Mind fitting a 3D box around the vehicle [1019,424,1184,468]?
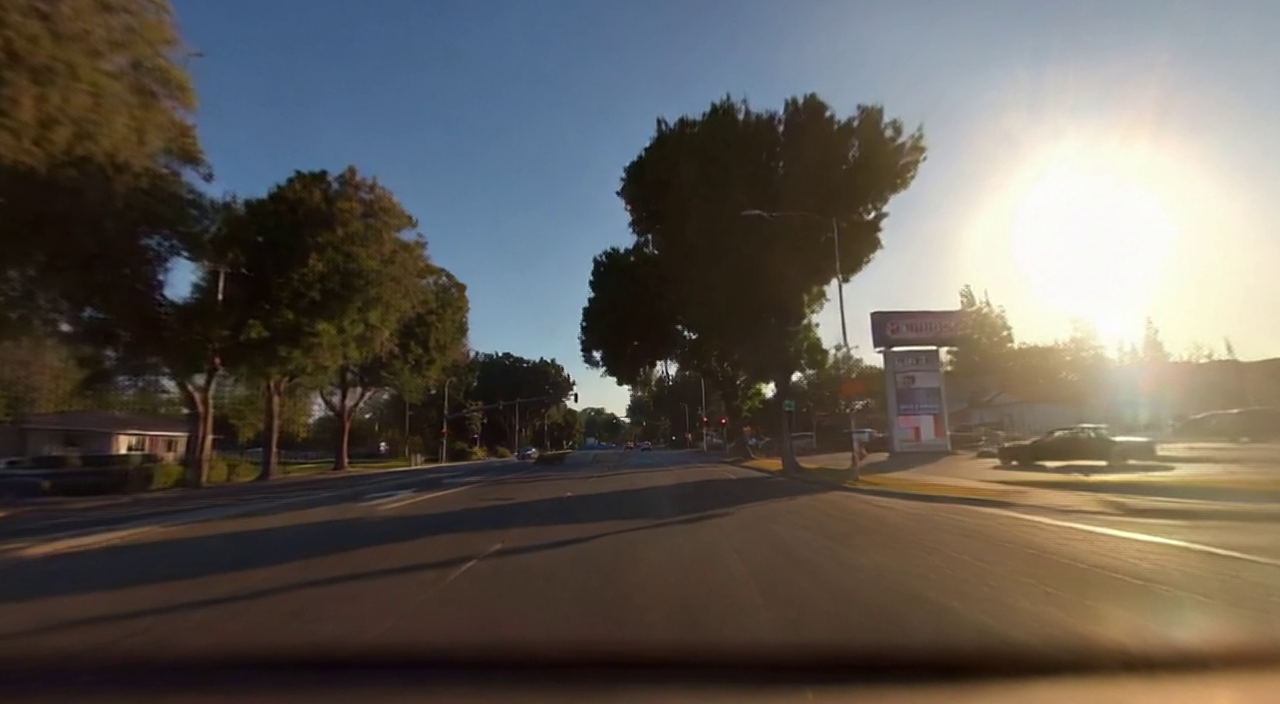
[{"bbox_3d":[17.960,3.705,24.896,4.812,1.567,2.123,-4,-9,24],"label":"vehicle"}]
